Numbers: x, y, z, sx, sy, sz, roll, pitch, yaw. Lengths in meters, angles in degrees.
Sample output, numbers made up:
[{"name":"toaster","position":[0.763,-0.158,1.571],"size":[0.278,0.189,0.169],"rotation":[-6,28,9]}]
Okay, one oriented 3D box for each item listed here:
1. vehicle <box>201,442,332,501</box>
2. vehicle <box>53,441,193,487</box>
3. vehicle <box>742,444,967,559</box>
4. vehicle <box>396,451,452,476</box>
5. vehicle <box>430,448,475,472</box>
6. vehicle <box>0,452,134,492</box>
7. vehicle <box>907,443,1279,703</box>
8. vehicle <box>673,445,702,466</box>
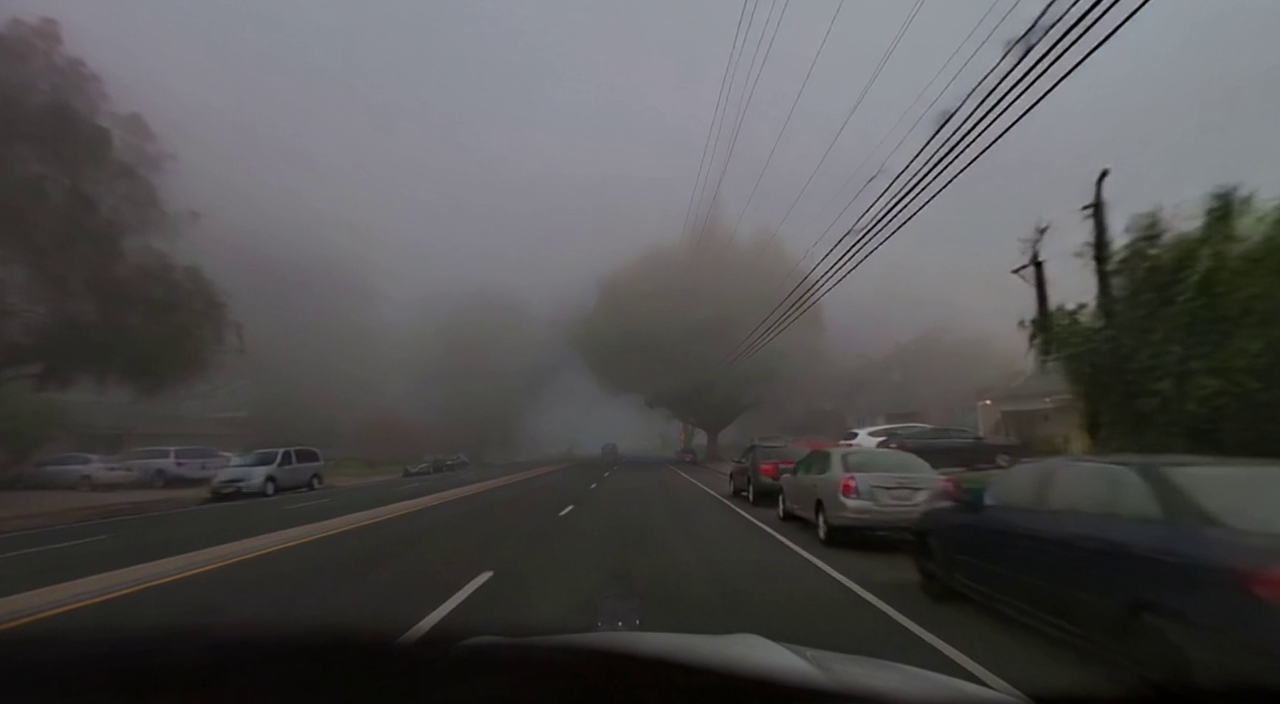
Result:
[{"name":"vehicle","position":[-13.640,4.342,23.491],"size":[2.137,1.852,4.541],"rotation":[-2,-8,0]},{"name":"vehicle","position":[-22.387,4.857,27.504],"size":[4.351,1.739,1.890],"rotation":[-2,-9,-3]},{"name":"vehicle","position":[3.072,2.225,10.271],"size":[1.866,1.414,4.604],"rotation":[0,-9,-2]},{"name":"vehicle","position":[-14.042,7.278,41.403],"size":[2.011,1.480,4.644],"rotation":[0,-8,0]},{"name":"vehicle","position":[-13.844,7.953,46.843],"size":[1.916,1.632,4.440],"rotation":[0,-8,1]},{"name":"vehicle","position":[-22.155,4.608,24.417],"size":[3.692,1.441,1.625],"rotation":[0,-9,-2]},{"name":"vehicle","position":[3.538,1.296,4.040],"size":[1.818,1.400,4.640],"rotation":[0,-9,3]},{"name":"vehicle","position":[3.576,7.829,47.926],"size":[1.855,1.518,4.707],"rotation":[0,-9,0]}]
